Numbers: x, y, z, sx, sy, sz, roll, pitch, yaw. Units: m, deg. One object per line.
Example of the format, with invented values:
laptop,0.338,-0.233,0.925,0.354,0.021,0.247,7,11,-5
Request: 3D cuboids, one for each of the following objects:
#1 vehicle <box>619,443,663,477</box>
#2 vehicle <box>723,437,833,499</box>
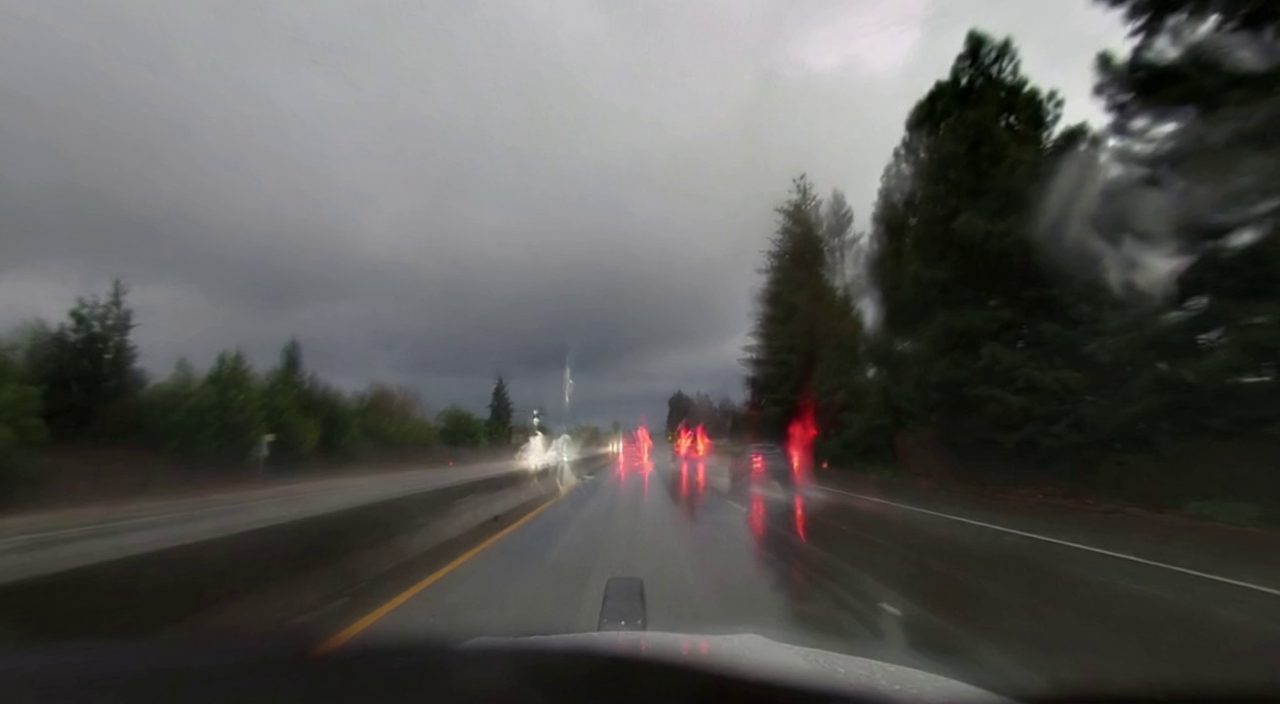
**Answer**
vehicle,0.014,5.318,31.144,2.045,1.527,4.023,0,-9,-1
vehicle,3.768,3.255,18.012,2.168,1.529,3.883,0,-9,-1
